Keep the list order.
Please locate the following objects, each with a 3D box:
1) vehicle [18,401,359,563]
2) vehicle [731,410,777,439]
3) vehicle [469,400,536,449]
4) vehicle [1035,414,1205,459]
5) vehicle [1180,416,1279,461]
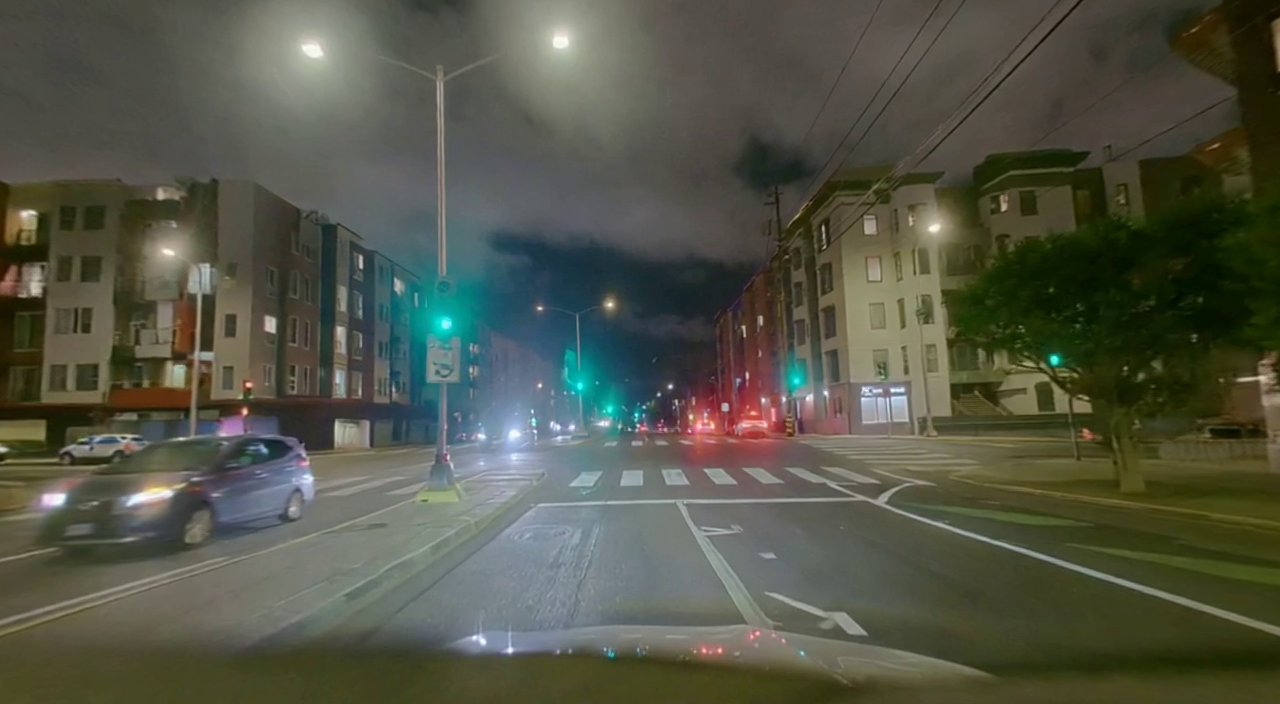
[{"bbox_3d":[-6.671,1.942,10.274,2.158,1.871,4.742,-3,-8,-1],"label":"vehicle"},{"bbox_3d":[7.181,4.662,40.371,1.996,1.704,4.490,0,-8,-2],"label":"vehicle"},{"bbox_3d":[-7.396,3.941,34.727,2.515,2.476,5.364,0,-6,0],"label":"vehicle"},{"bbox_3d":[16.333,2.881,21.673,4.210,1.449,1.974,0,-6,0],"label":"vehicle"},{"bbox_3d":[21.957,3.045,22.016,4.432,1.480,1.818,0,-8,4],"label":"vehicle"}]
